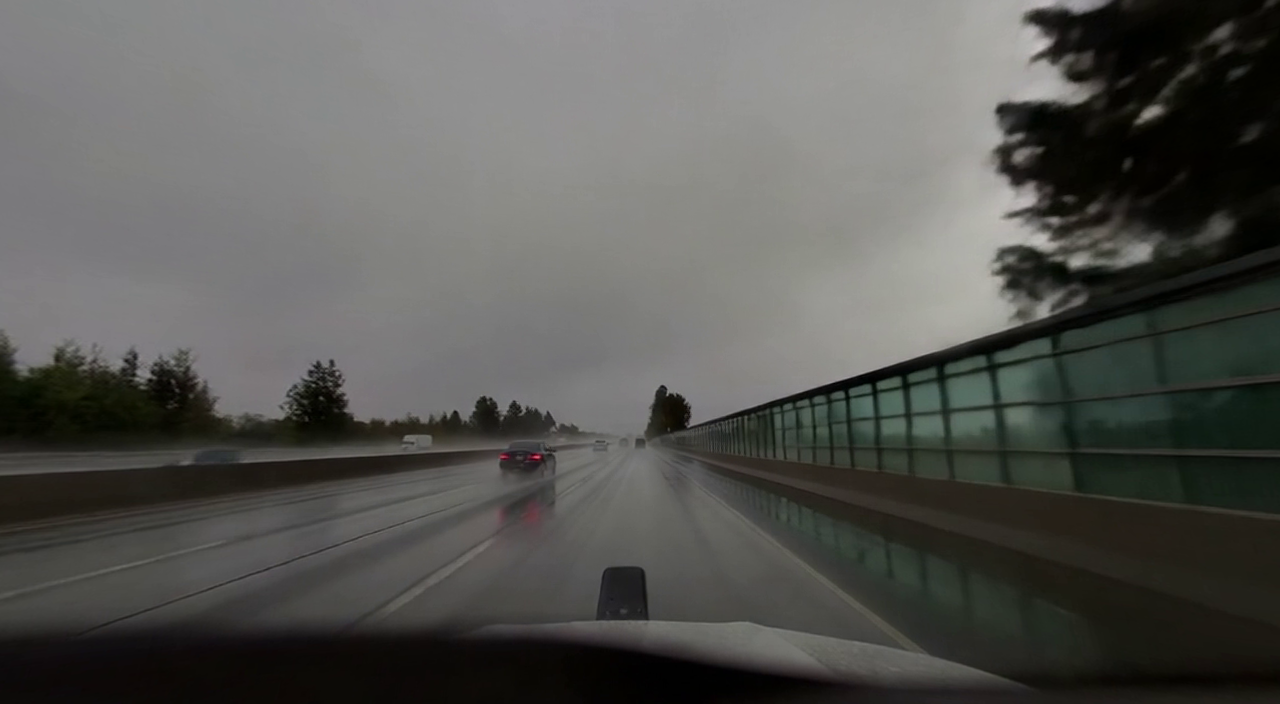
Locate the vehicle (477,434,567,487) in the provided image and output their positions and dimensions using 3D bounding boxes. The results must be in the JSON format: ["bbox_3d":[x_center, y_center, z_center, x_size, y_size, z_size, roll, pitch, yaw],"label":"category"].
[{"bbox_3d":[-3.726,3.506,20.595,2.059,1.541,4.296,0,-8,1],"label":"vehicle"}]
